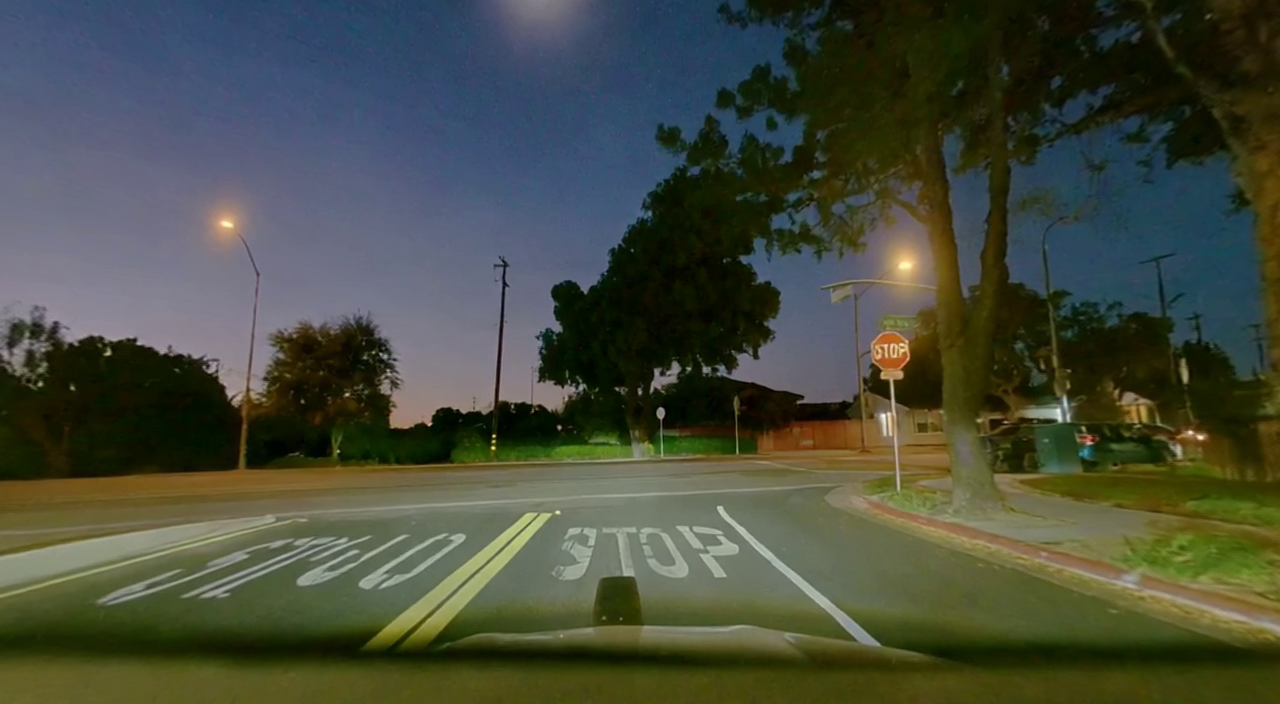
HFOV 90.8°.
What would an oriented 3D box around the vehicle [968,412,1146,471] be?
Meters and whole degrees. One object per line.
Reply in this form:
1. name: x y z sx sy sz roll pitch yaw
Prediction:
1. vehicle: 12.902 2.787 19.707 4.208 1.685 2.014 1 -8 -7
